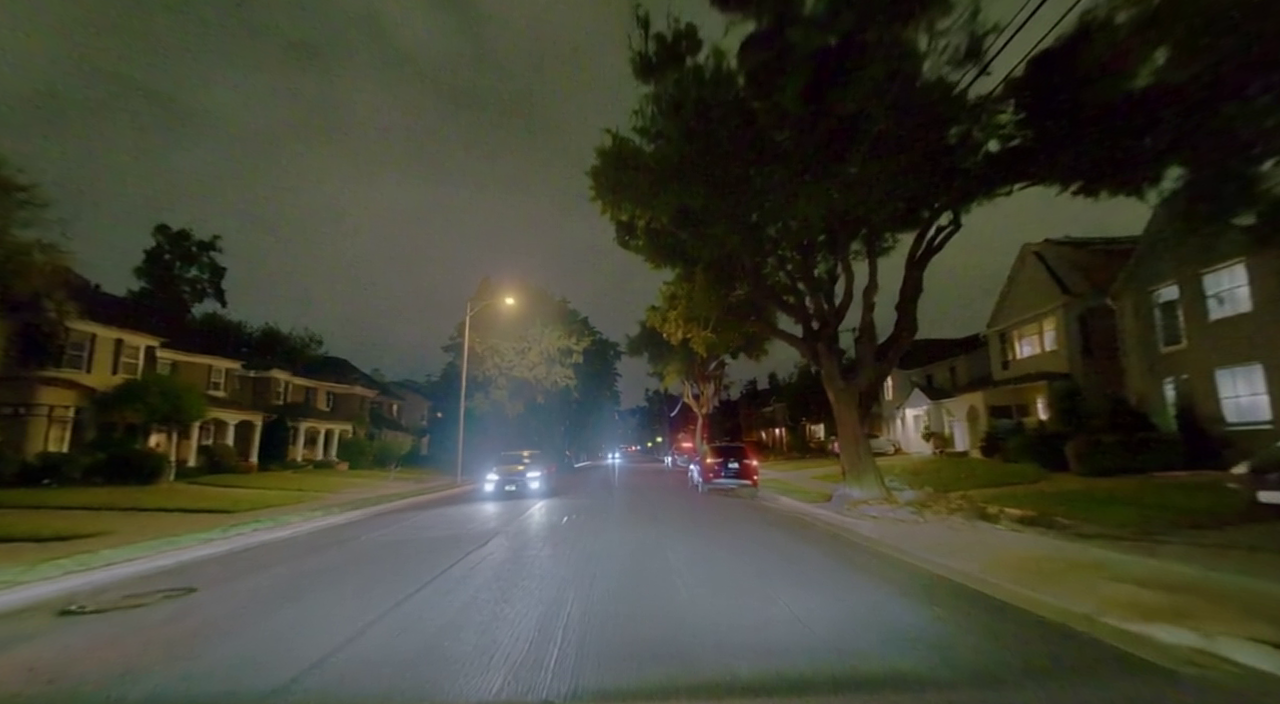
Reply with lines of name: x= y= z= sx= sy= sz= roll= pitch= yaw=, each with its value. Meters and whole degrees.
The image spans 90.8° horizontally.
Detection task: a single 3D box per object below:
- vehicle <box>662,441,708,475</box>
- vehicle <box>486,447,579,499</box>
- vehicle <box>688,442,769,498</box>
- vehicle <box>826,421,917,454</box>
vehicle: x=2.678 y=6.514 z=38.945 sx=2.350 sy=1.912 sz=5.696 roll=0 pitch=-9 yaw=-1
vehicle: x=-3.384 y=3.931 z=20.995 sx=2.104 sy=1.497 sz=4.781 roll=0 pitch=-9 yaw=2
vehicle: x=2.832 y=3.884 z=21.277 sx=2.079 sy=1.651 sz=4.783 roll=0 pitch=-9 yaw=1
vehicle: x=12.905 y=4.779 z=35.476 sx=4.310 sy=1.805 sz=2.289 roll=-1 pitch=-7 yaw=5
